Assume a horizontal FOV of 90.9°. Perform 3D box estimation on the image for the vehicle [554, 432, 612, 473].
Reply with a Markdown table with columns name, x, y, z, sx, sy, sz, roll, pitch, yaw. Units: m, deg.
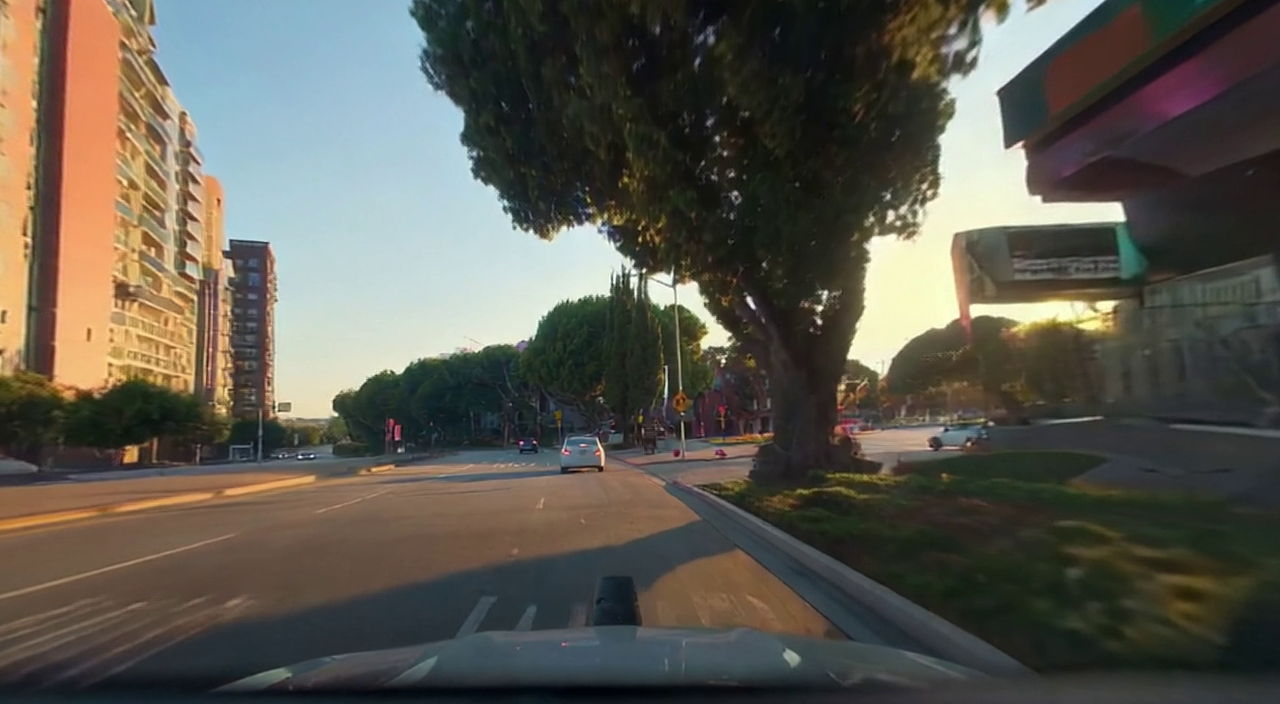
| name | x | y | z | sx | sy | sz | roll | pitch | yaw |
| --- | --- | --- | --- | --- | --- | --- | --- | --- | --- |
| vehicle | -2.477 | 4.183 | 26.511 | 2.231 | 1.572 | 4.227 | 1 | -8 | -7 |

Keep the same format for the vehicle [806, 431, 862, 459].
| name | x | y | z | sx | sy | sz | roll | pitch | yaw |
| --- | --- | --- | --- | --- | --- | --- | --- | --- | --- |
| vehicle | 15.188 | 7.353 | 49.649 | 1.932 | 1.762 | 4.835 | 2 | -13 | -13 |
